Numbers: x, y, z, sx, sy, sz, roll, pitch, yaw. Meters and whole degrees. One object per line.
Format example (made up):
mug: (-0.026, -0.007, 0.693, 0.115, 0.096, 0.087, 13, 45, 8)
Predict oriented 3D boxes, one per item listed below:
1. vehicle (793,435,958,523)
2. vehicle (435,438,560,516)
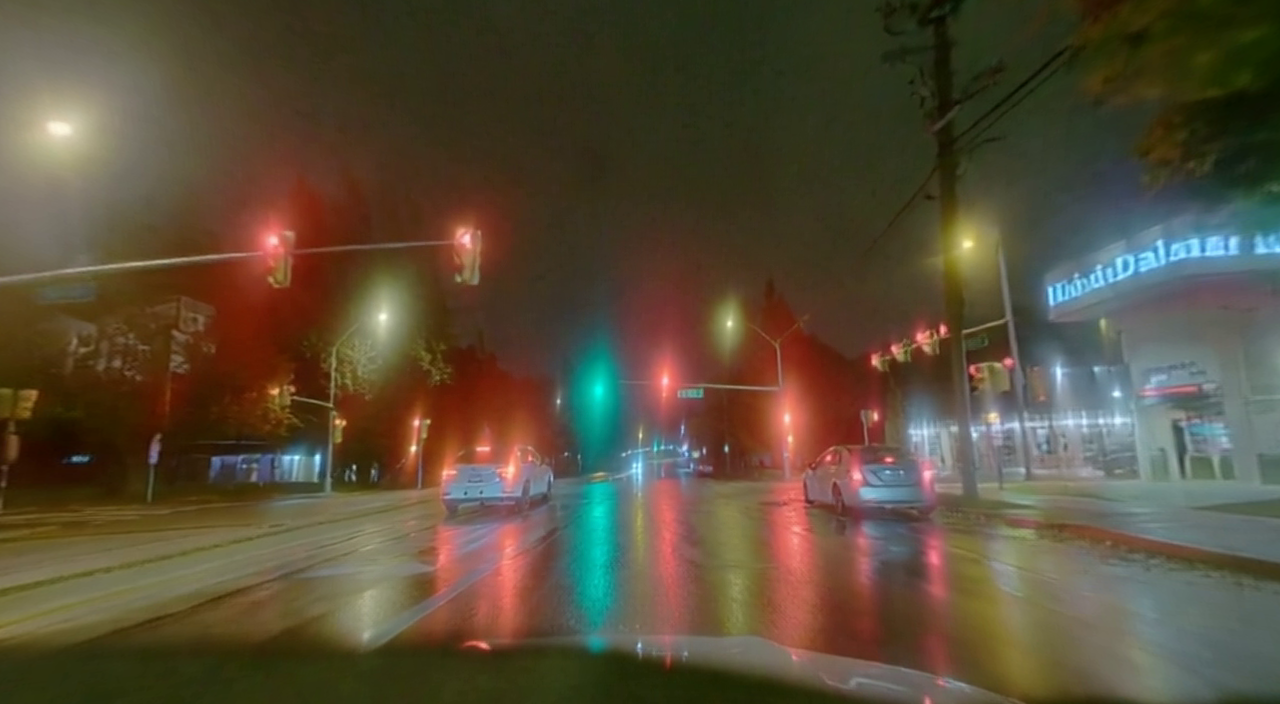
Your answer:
vehicle: (5.054, 2.805, 14.331, 2.039, 1.655, 4.495, 0, -9, 1)
vehicle: (-3.262, 2.985, 15.408, 1.947, 1.627, 4.248, 0, -9, 1)
